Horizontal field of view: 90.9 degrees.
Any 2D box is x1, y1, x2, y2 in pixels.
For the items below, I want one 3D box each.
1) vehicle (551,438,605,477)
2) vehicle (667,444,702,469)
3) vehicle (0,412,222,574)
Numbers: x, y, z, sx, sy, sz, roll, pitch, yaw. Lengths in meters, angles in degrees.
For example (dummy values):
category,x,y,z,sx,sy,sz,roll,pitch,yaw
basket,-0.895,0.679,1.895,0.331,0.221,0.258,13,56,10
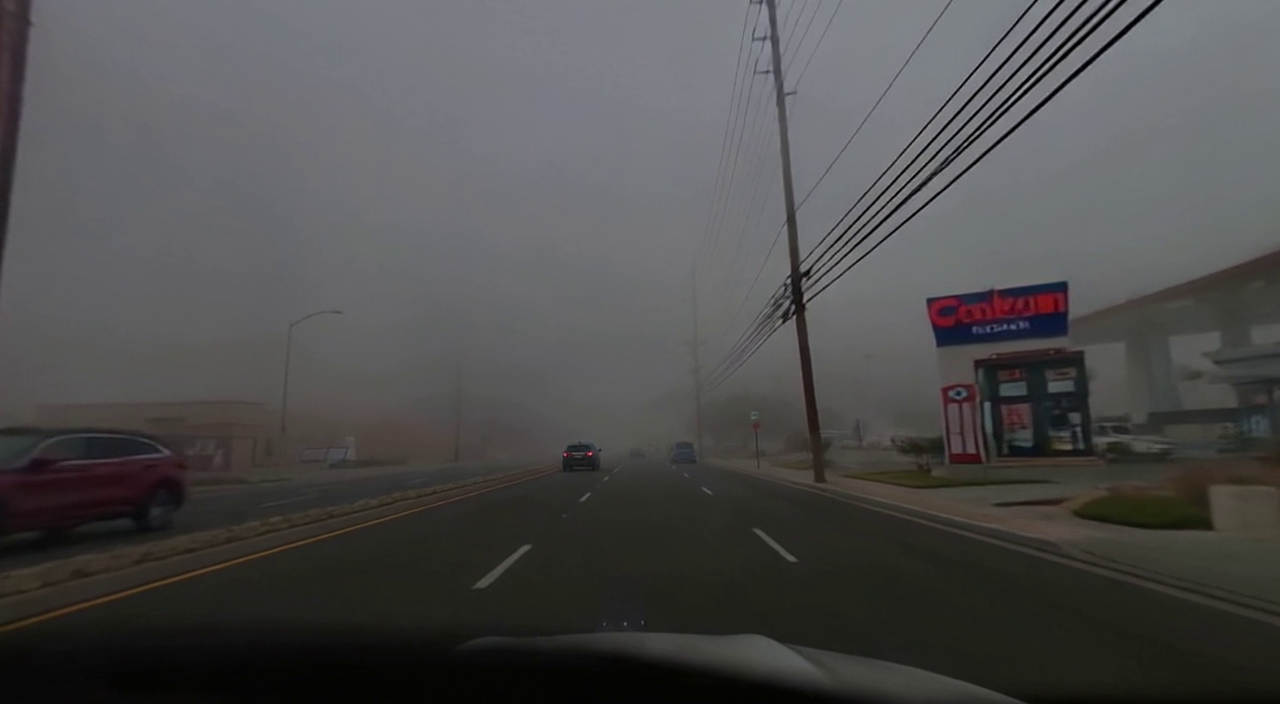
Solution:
category,x,y,z,sx,sy,sz,roll,pitch,yaw
vehicle,-2.795,4.873,29.222,2.047,1.664,4.148,0,-9,0
vehicle,2.659,6.406,38.721,1.978,1.455,4.195,0,-9,2
vehicle,-8.078,1.729,8.043,2.009,1.773,4.925,0,-9,1
